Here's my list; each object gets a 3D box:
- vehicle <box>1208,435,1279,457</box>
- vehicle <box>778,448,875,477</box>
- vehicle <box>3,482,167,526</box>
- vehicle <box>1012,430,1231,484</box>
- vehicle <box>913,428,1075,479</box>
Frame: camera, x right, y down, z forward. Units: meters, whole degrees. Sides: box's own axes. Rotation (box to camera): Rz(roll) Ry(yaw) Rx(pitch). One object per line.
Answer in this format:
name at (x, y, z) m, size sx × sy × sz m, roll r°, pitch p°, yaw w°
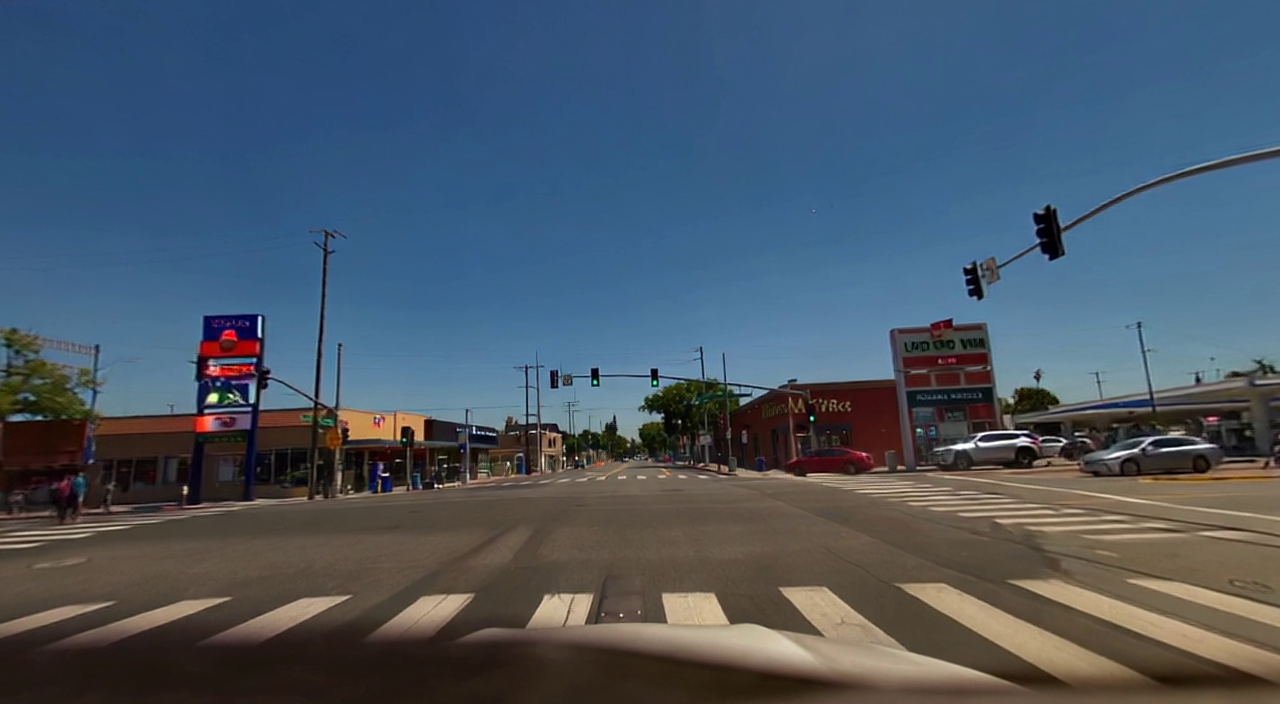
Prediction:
vehicle at (42.012, 6.496, 43.522) m, size 4.347 × 1.446 × 1.777 m, roll 1°, pitch -9°, yaw -10°
vehicle at (10.255, 6.047, 34.842) m, size 4.728 × 1.468 × 2.083 m, roll -5°, pitch -10°, yaw 29°
vehicle at (-21.176, 5.796, 24.216) m, size 4.676 × 1.463 × 1.909 m, roll -1°, pitch -9°, yaw 6°
vehicle at (14.379, 3.178, 19.265) m, size 4.835 × 1.487 × 1.913 m, roll -3°, pitch -9°, yaw 20°
vehicle at (12.968, 3.787, 23.577) m, size 4.916 × 1.730 × 1.986 m, roll -4°, pitch -9°, yaw 22°
